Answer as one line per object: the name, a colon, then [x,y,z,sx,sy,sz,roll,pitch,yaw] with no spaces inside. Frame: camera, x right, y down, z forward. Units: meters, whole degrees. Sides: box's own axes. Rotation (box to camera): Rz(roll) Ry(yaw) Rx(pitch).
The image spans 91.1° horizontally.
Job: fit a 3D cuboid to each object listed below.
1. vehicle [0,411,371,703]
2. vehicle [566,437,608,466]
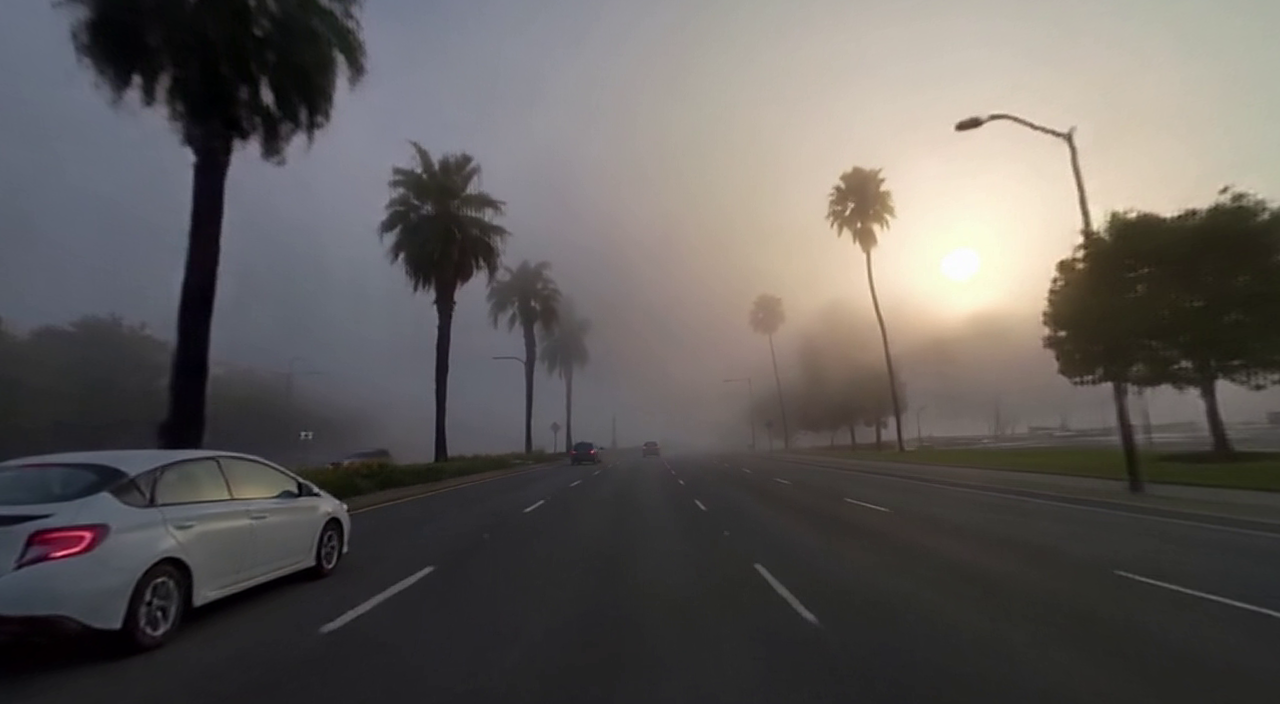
vehicle: [-3.802,1.190,3.986,2.036,1.478,4.771,0,-8,0]
vehicle: [-3.462,6.640,42.080,2.188,1.819,4.667,-1,-8,3]
